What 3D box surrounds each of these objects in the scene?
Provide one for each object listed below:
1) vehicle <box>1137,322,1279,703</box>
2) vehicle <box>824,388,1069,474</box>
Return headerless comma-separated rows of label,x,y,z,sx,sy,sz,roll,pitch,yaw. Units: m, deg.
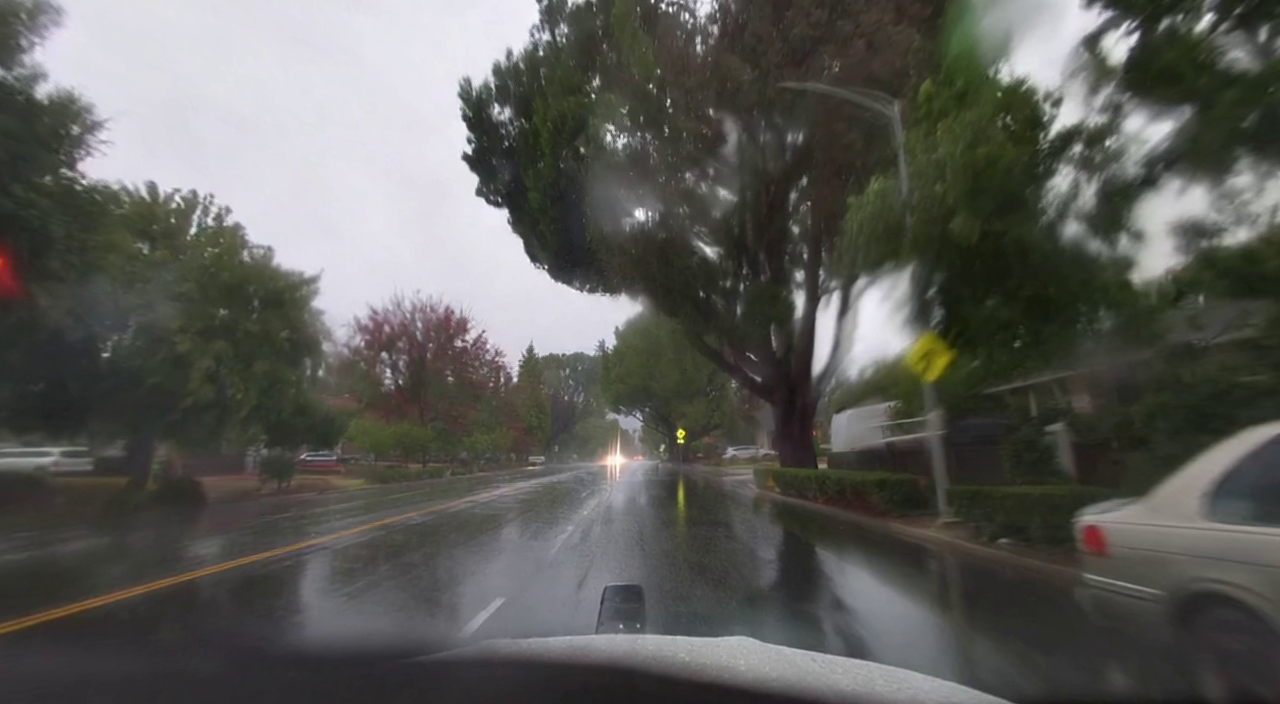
vehicle,3.612,0.503,0.303,2.270,1.820,5.277,0,-8,-3
vehicle,17.475,4.617,36.700,12.151,4.157,3.709,-1,-15,-6
